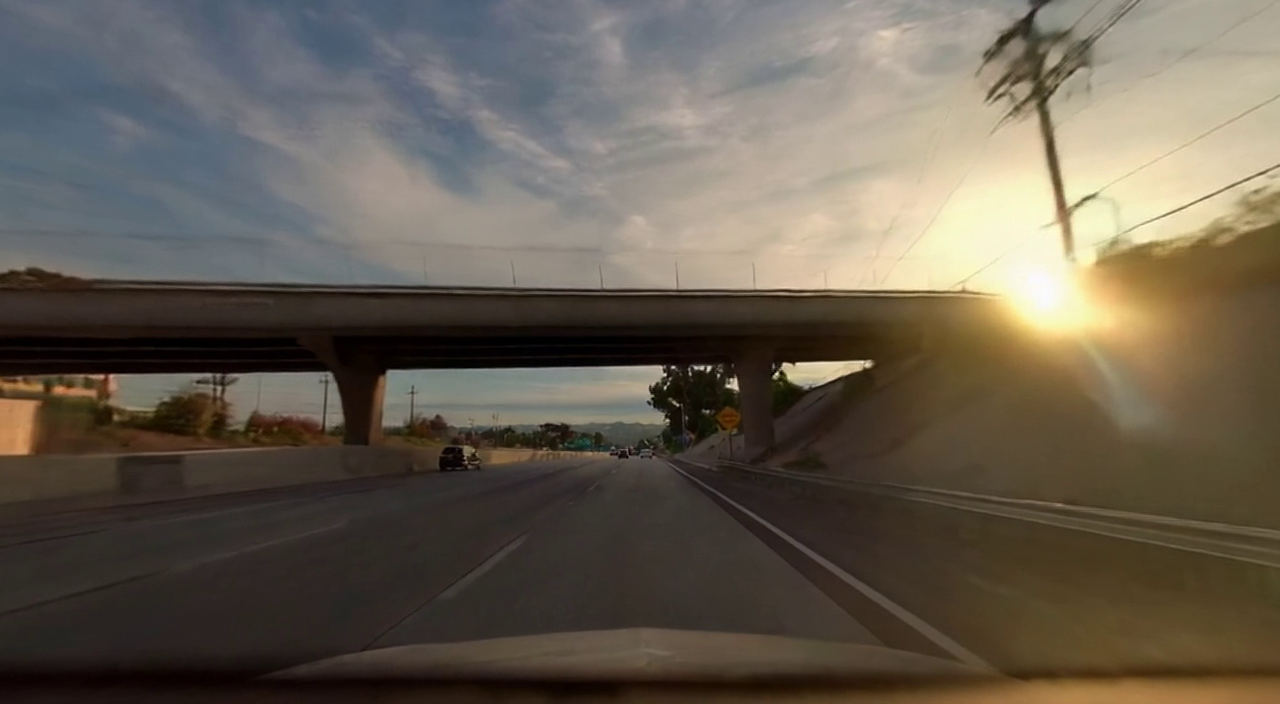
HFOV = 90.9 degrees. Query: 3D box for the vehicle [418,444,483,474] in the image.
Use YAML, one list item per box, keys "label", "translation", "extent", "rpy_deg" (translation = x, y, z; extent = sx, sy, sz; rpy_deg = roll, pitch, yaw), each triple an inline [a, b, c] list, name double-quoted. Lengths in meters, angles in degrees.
- label: "vehicle"
  translation: [-10.127, 5.740, 34.041]
  extent: [2.056, 1.476, 4.562]
  rpy_deg: [-1, -8, 1]
